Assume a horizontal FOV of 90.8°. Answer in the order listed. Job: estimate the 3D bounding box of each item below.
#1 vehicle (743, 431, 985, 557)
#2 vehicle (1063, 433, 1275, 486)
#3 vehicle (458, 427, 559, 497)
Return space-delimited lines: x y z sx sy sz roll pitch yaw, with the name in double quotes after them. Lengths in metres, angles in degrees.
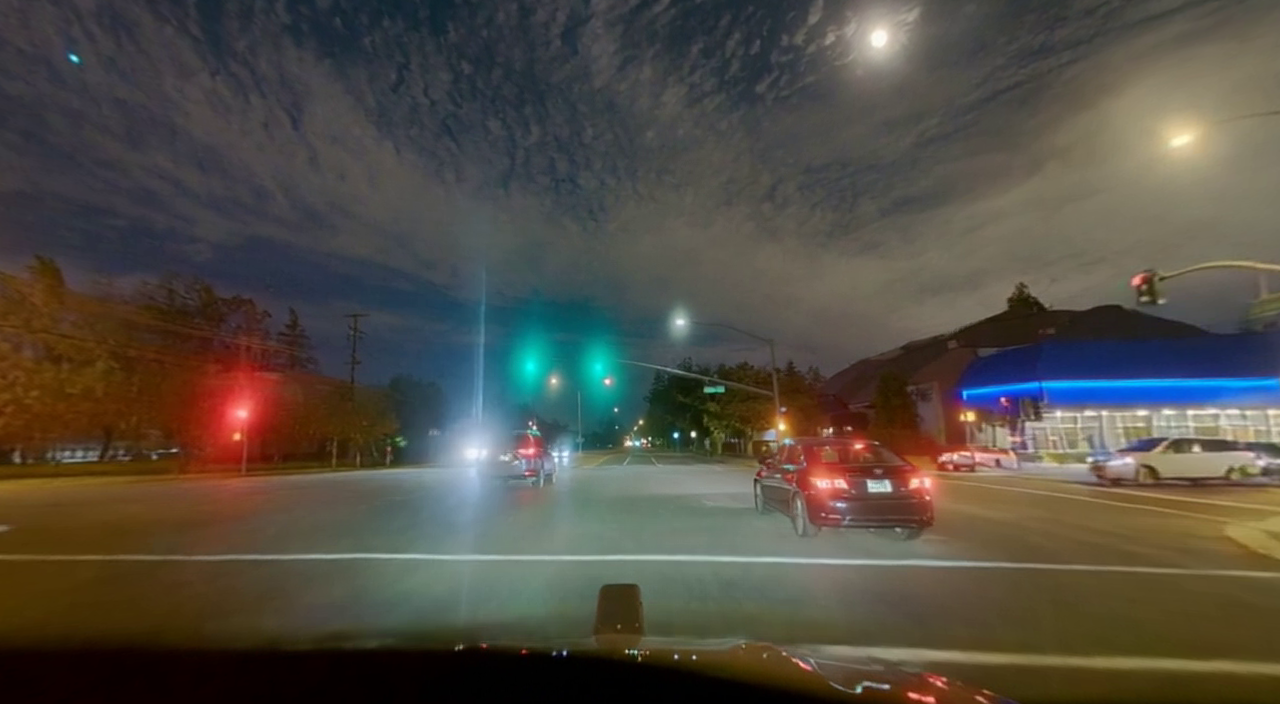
3.115 2.085 10.115 1.975 1.502 4.787 0 -9 -2 "vehicle"
20.029 4.095 24.173 5.886 1.798 2.407 -1 -9 0 "vehicle"
-3.734 3.228 18.841 1.997 1.806 4.500 0 -9 0 "vehicle"
